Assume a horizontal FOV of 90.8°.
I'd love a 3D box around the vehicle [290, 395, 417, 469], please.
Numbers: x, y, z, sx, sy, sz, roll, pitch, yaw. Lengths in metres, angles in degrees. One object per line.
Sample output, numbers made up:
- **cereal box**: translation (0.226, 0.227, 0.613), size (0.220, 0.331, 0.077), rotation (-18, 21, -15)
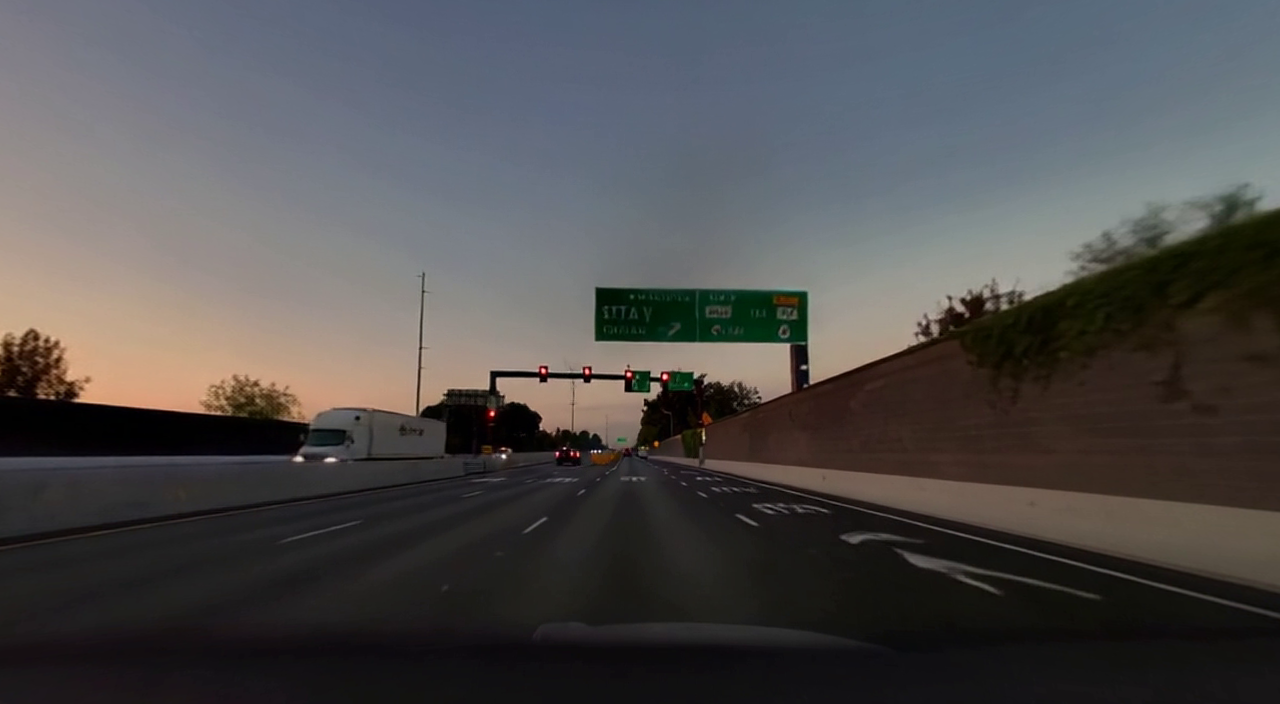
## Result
- **vehicle**: translation (-16.520, 4.903, 37.584), size (3.030, 3.757, 10.391), rotation (0, -9, -2)
